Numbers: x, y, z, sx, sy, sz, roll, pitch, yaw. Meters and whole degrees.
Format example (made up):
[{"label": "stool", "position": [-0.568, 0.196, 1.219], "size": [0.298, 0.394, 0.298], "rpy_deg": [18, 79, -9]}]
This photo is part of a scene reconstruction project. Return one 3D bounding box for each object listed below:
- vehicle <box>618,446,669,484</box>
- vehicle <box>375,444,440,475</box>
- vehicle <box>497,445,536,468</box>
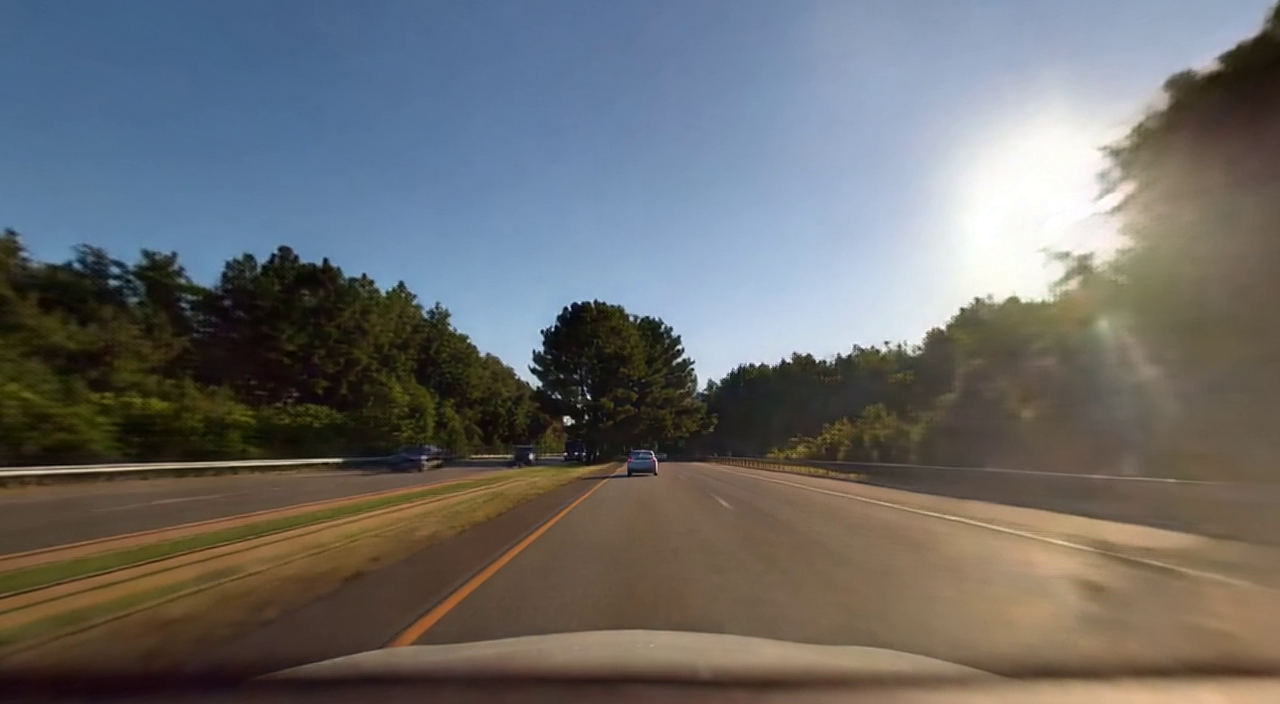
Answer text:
[{"label": "vehicle", "position": [0.101, 4.982, 28.073], "size": [2.114, 1.523, 4.012], "rpy_deg": [0, -9, -1]}, {"label": "vehicle", "position": [-13.109, 6.066, 35.802], "size": [2.004, 1.649, 4.435], "rpy_deg": [0, -9, 0]}, {"label": "vehicle", "position": [-9.201, 7.844, 47.463], "size": [2.061, 1.622, 4.452], "rpy_deg": [0, -9, 0]}]
